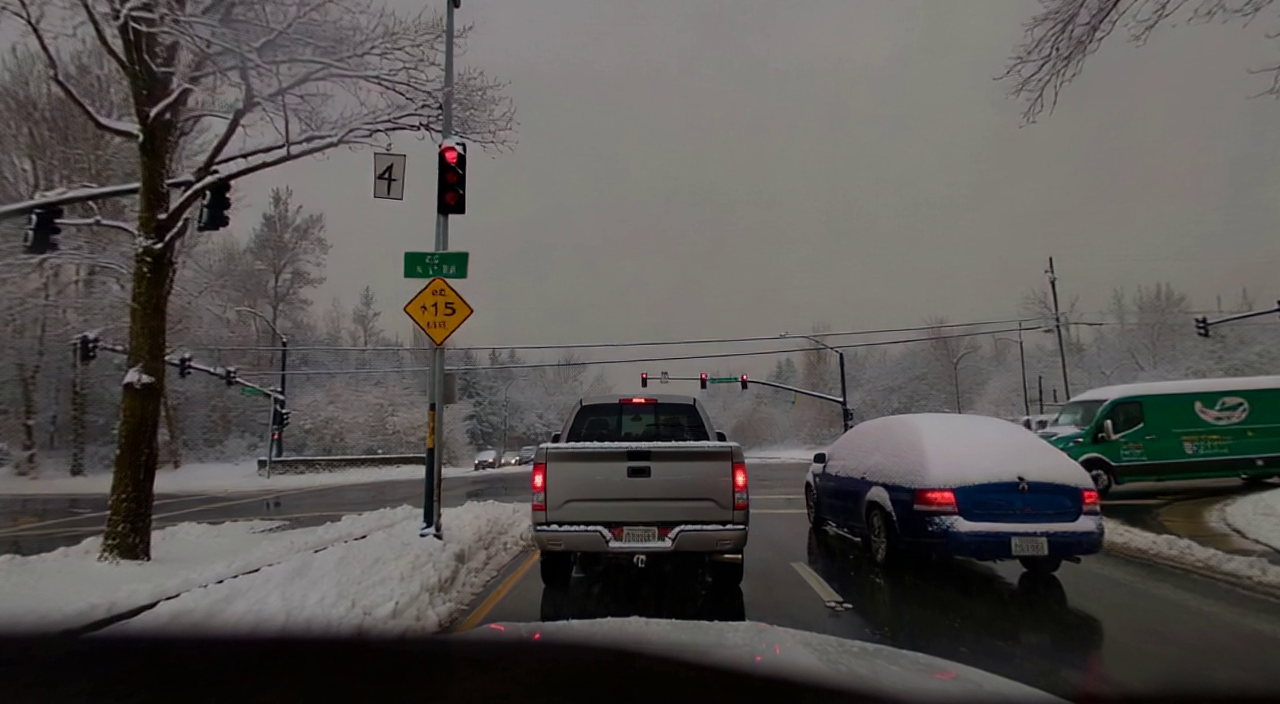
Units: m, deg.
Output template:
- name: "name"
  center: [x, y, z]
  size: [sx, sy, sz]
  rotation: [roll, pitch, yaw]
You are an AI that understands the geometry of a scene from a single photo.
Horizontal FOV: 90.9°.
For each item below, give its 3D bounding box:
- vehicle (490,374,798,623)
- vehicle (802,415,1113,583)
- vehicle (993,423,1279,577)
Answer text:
- name: "vehicle"
  center: [0.069, 1.474, 7.356]
  size: [2.326, 1.880, 4.964]
  rotation: [0, -8, 1]
- name: "vehicle"
  center: [3.598, 1.720, 8.174]
  size: [1.981, 1.616, 4.006]
  rotation: [0, -8, 1]
- name: "vehicle"
  center: [6.858, 1.744, 8.257]
  size: [1.973, 1.470, 4.228]
  rotation: [0, -8, 0]
